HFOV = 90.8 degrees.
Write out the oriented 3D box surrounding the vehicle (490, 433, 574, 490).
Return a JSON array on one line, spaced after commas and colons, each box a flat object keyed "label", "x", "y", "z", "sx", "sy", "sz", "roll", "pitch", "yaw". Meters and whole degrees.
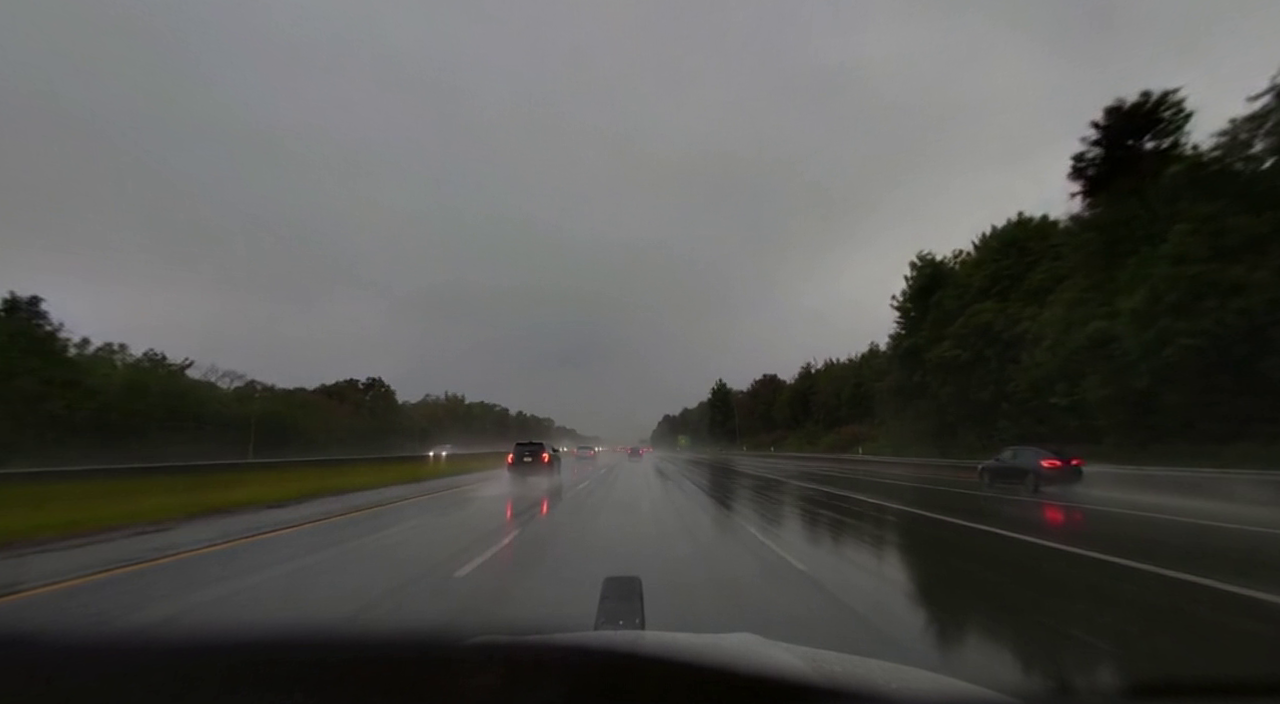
[{"label": "vehicle", "x": -3.609, "y": 3.771, "z": 22.019, "sx": 2.114, "sy": 1.774, "sz": 4.427, "roll": 0, "pitch": -9, "yaw": 0}]
